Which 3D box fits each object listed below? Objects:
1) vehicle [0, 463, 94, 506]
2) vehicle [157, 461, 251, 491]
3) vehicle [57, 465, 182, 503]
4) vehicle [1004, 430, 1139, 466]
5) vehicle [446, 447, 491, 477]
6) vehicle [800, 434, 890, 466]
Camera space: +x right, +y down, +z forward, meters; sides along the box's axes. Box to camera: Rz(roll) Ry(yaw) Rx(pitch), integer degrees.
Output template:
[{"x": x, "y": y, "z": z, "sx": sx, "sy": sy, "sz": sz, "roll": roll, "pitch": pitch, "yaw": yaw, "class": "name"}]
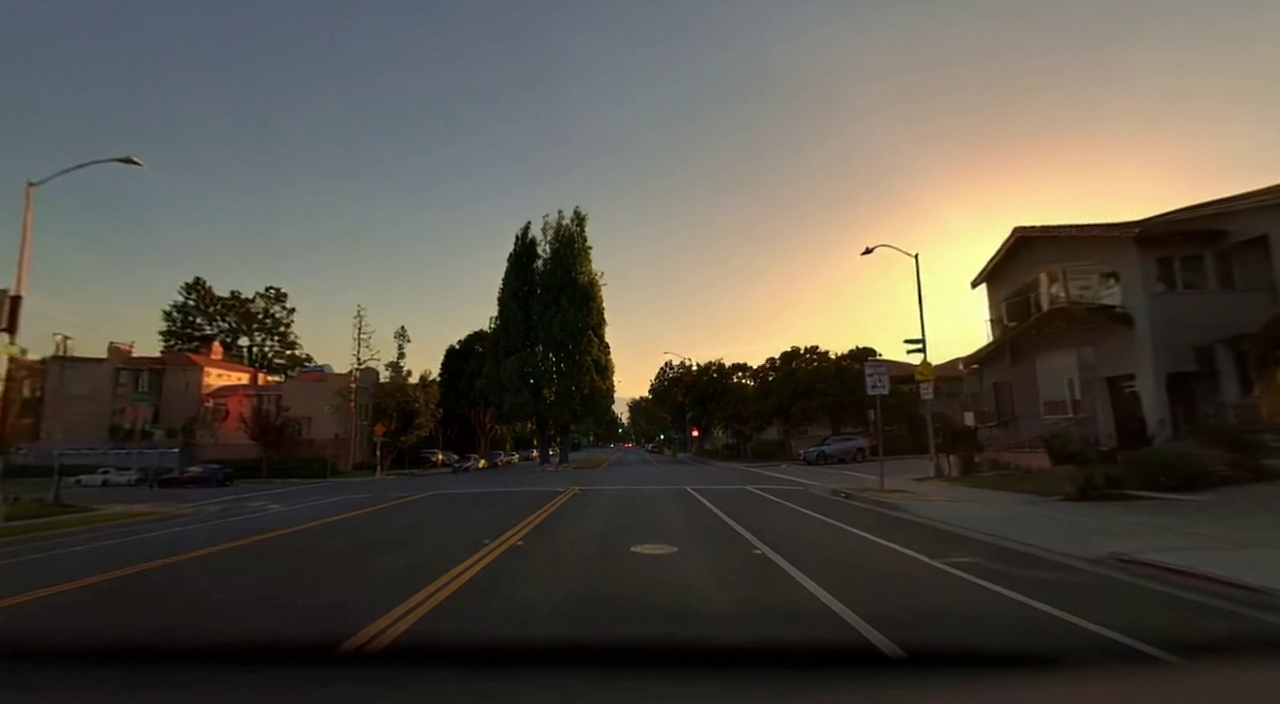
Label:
[{"x": -26.946, "y": 5.706, "z": 27.344, "sx": 4.711, "sy": 1.671, "sz": 2.035, "roll": 0, "pitch": -8, "yaw": 0, "class": "vehicle"}, {"x": -25.801, "y": 7.323, "z": 37.493, "sx": 4.185, "sy": 1.550, "sz": 1.937, "roll": -1, "pitch": -6, "yaw": 3, "class": "vehicle"}, {"x": -22.409, "y": 5.682, "z": 27.310, "sx": 3.687, "sy": 1.465, "sz": 1.855, "roll": 0, "pitch": -8, "yaw": -1, "class": "vehicle"}, {"x": 18.645, "y": 4.144, "z": 27.473, "sx": 4.400, "sy": 1.442, "sz": 1.970, "roll": 0, "pitch": -7, "yaw": 2, "class": "vehicle"}, {"x": -12.636, "y": 8.077, "z": 46.728, "sx": 1.949, "sy": 1.855, "sz": 4.599, "roll": -4, "pitch": -7, "yaw": 1, "class": "vehicle"}, {"x": 11.672, "y": 5.605, "z": 36.161, "sx": 4.406, "sy": 1.738, "sz": 2.020, "roll": 0, "pitch": -8, "yaw": 0, "class": "vehicle"}]
